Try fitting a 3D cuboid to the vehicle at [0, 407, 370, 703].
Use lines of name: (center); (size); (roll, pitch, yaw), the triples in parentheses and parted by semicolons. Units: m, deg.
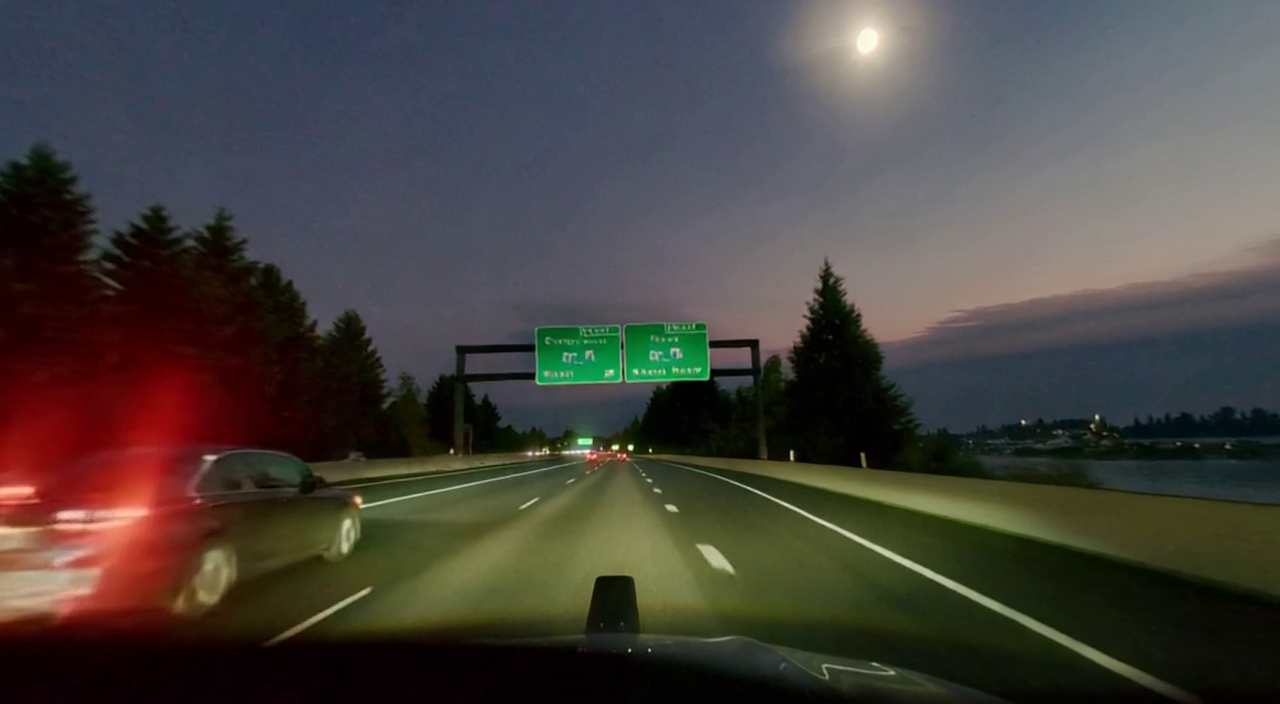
vehicle: (-4.263, 1.360, 5.068); (2.065, 1.551, 4.889); (0, -9, -1)
